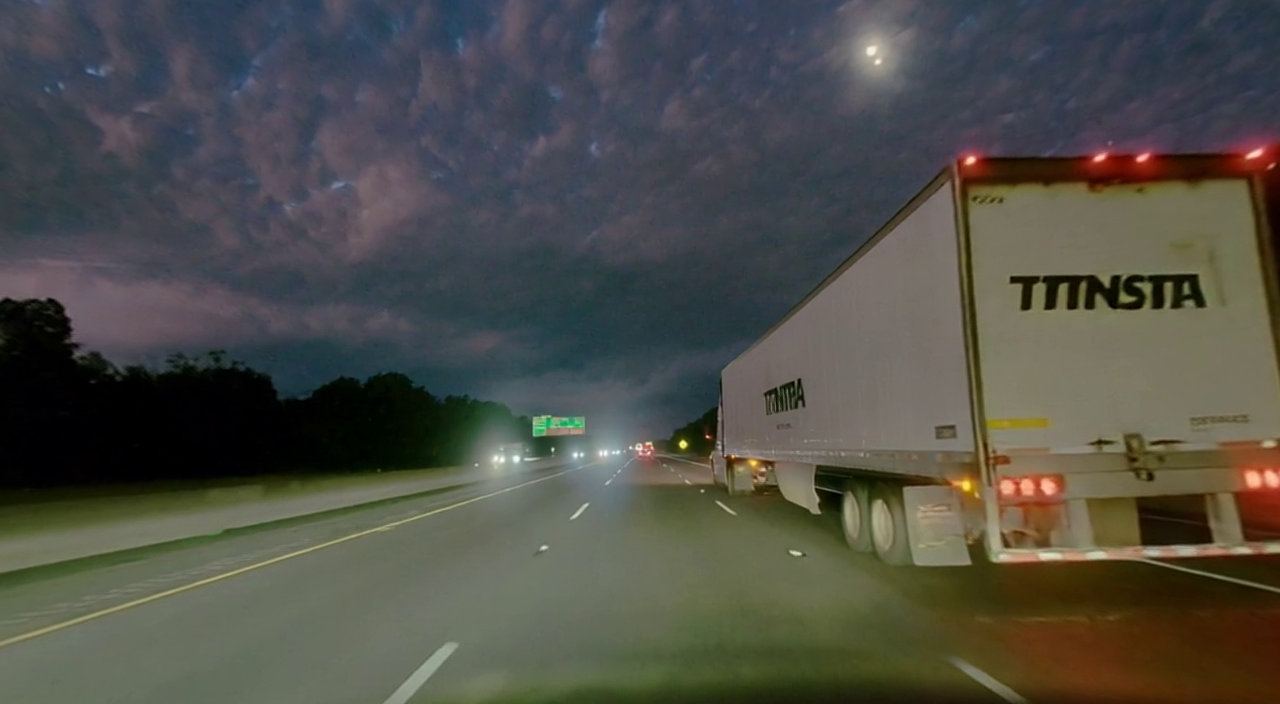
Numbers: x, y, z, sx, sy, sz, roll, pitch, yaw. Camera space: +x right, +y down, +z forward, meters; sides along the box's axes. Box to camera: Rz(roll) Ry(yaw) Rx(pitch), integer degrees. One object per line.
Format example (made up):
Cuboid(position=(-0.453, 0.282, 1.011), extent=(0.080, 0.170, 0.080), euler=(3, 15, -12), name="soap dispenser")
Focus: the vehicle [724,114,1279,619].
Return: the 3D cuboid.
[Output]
Cuboid(position=(4.123, 1.099, 12.019), extent=(2.947, 4.020, 14.220), euler=(0, -9, -1), name="vehicle")
